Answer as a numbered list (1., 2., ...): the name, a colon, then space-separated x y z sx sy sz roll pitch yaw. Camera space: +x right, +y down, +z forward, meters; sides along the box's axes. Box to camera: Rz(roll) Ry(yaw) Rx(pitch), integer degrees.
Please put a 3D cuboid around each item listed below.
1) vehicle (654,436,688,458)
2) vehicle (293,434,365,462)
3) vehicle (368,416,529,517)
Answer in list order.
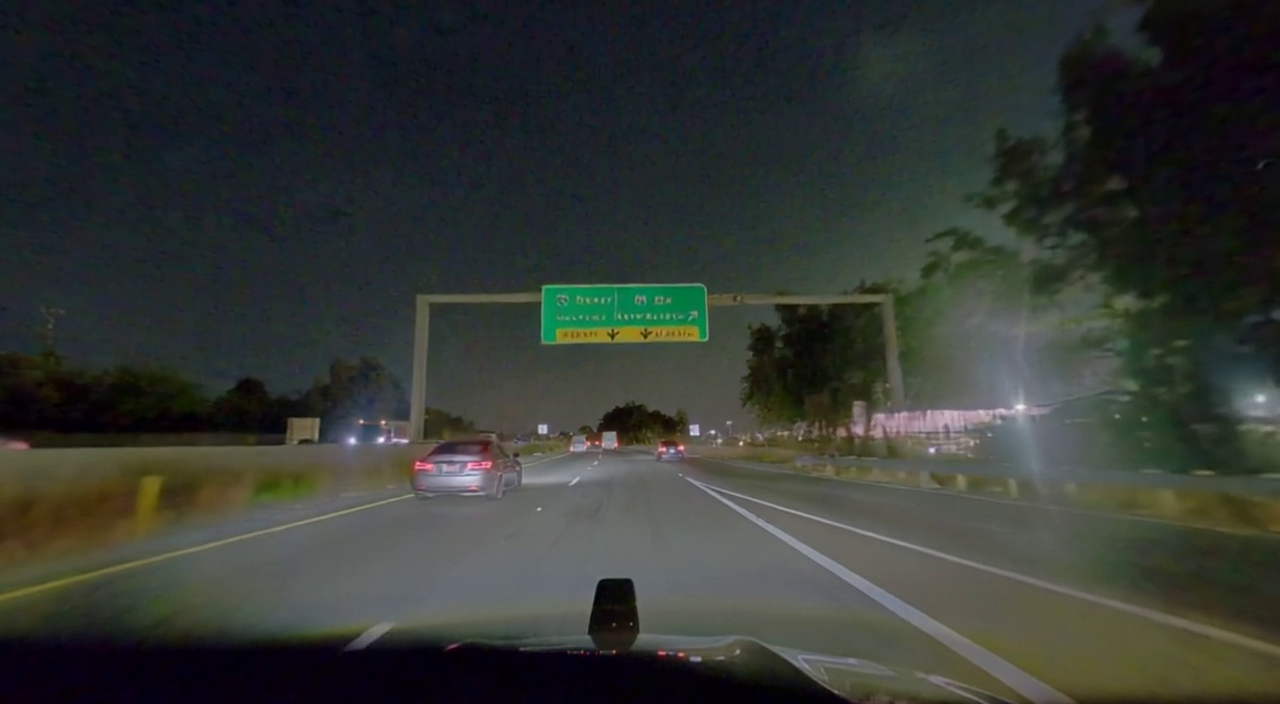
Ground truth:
1. vehicle: 2.326 7.388 49.039 2.078 1.608 3.982 1 -8 -6
2. vehicle: -18.208 5.645 37.106 2.048 1.538 4.632 0 -8 -2
3. vehicle: -3.747 2.314 13.273 2.080 1.733 4.410 0 -8 -1
